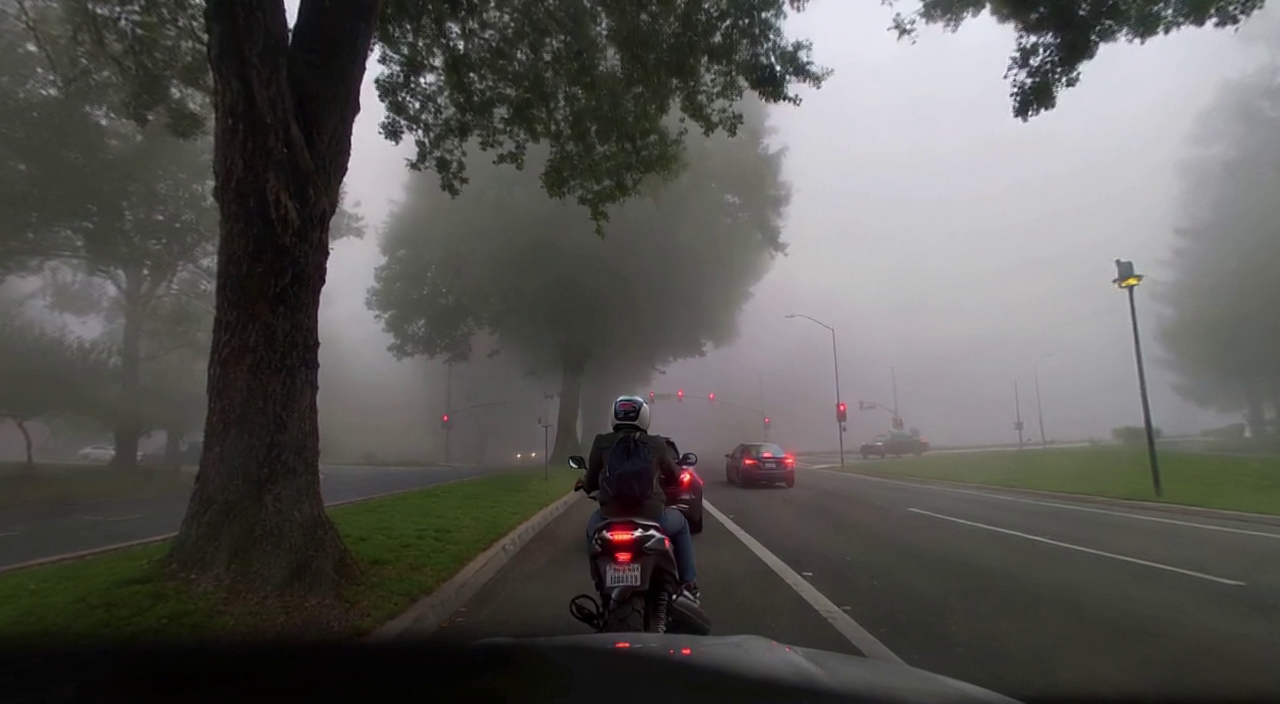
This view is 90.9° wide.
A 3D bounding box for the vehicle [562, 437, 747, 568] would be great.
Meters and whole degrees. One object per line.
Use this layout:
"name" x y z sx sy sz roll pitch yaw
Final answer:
"vehicle" 0.122 2.028 9.435 2.093 1.450 4.437 0 -8 -1
